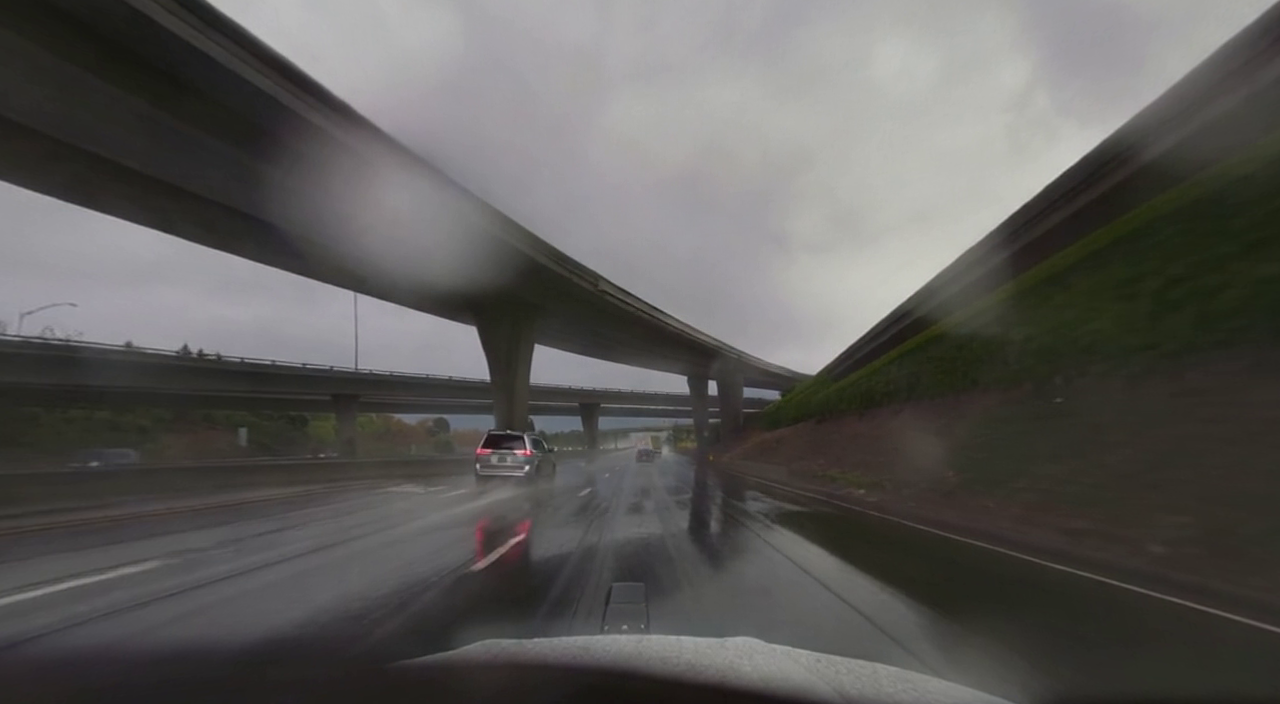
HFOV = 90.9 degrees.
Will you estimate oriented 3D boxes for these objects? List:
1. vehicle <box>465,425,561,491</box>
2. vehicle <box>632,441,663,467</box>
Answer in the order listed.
[{"bbox_3d":[-4.043,3.487,21.008,2.147,1.918,4.834,0,-9,1],"label":"vehicle"},{"bbox_3d":[0.499,7.173,44.426,2.052,1.711,4.223,0,-9,0],"label":"vehicle"}]
